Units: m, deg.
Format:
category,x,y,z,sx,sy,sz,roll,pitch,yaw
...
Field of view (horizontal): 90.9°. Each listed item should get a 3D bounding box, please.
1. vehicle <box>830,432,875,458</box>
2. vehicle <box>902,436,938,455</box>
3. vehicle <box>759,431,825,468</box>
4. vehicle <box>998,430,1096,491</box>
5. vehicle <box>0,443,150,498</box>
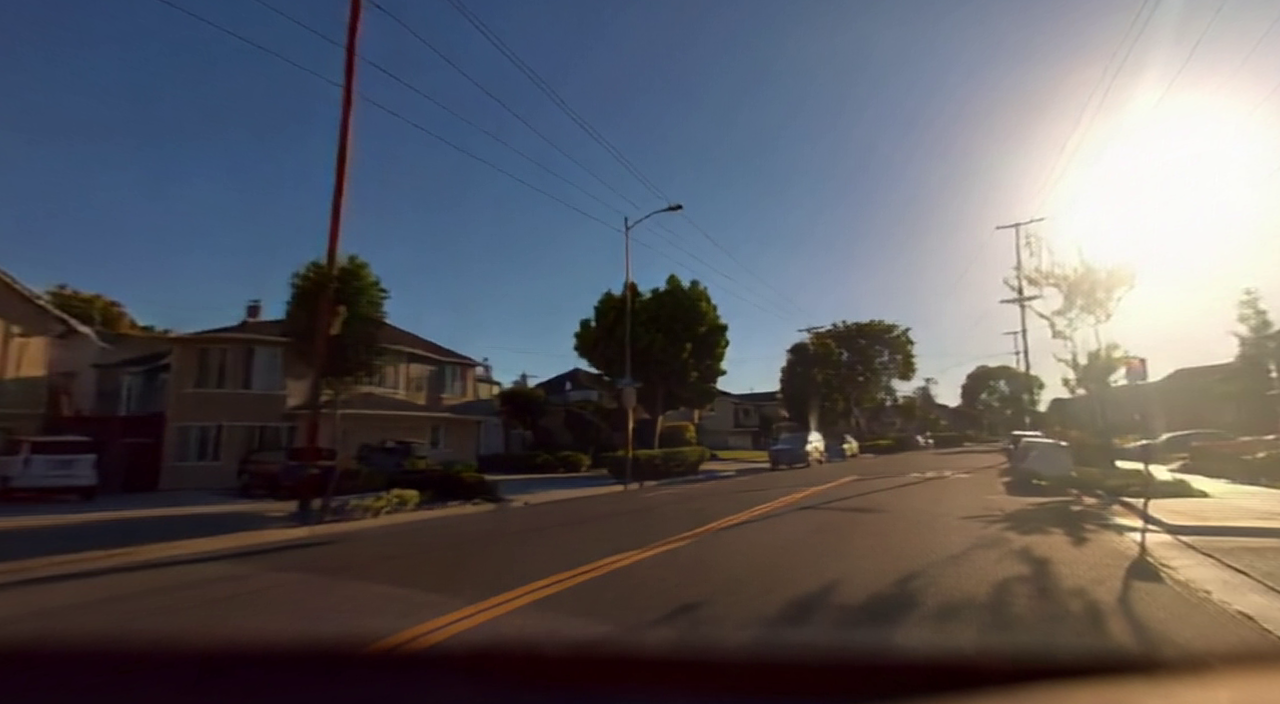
category,x,y,z,sx,sy,sz,roll,pitch,yaw
vehicle,15.707,6.867,46.466,2.120,1.799,5.370,-6,-10,28
vehicle,21.990,7.330,49.416,2.079,1.441,4.541,-5,-10,29
vehicle,7.915,5.004,32.471,2.027,1.695,4.437,-8,-11,28
vehicle,11.552,3.068,18.204,2.014,1.482,4.599,-5,-10,29
vehicle,-18.501,3.751,20.366,1.650,1.532,3.784,-6,-9,34
